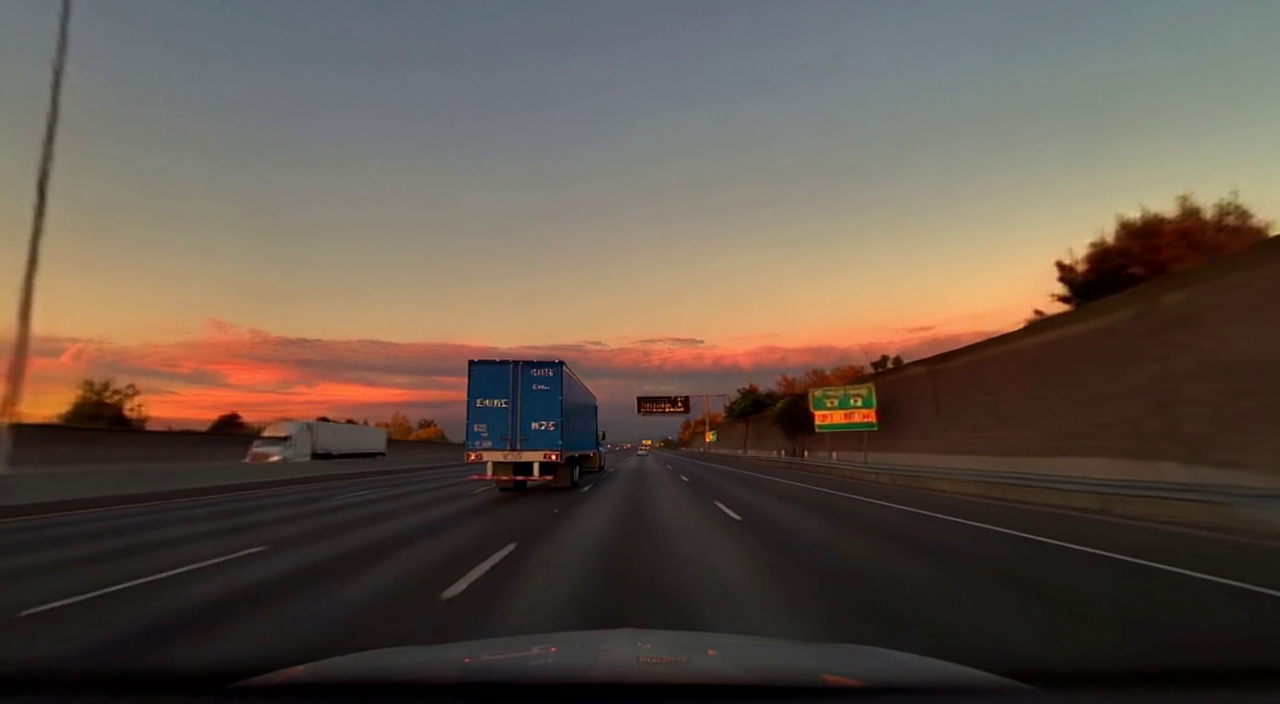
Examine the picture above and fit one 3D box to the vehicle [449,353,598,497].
[{"bbox_3d":[-3.566,2.828,22.967,3.059,3.956,11.036,0,-9,1],"label":"vehicle"}]
